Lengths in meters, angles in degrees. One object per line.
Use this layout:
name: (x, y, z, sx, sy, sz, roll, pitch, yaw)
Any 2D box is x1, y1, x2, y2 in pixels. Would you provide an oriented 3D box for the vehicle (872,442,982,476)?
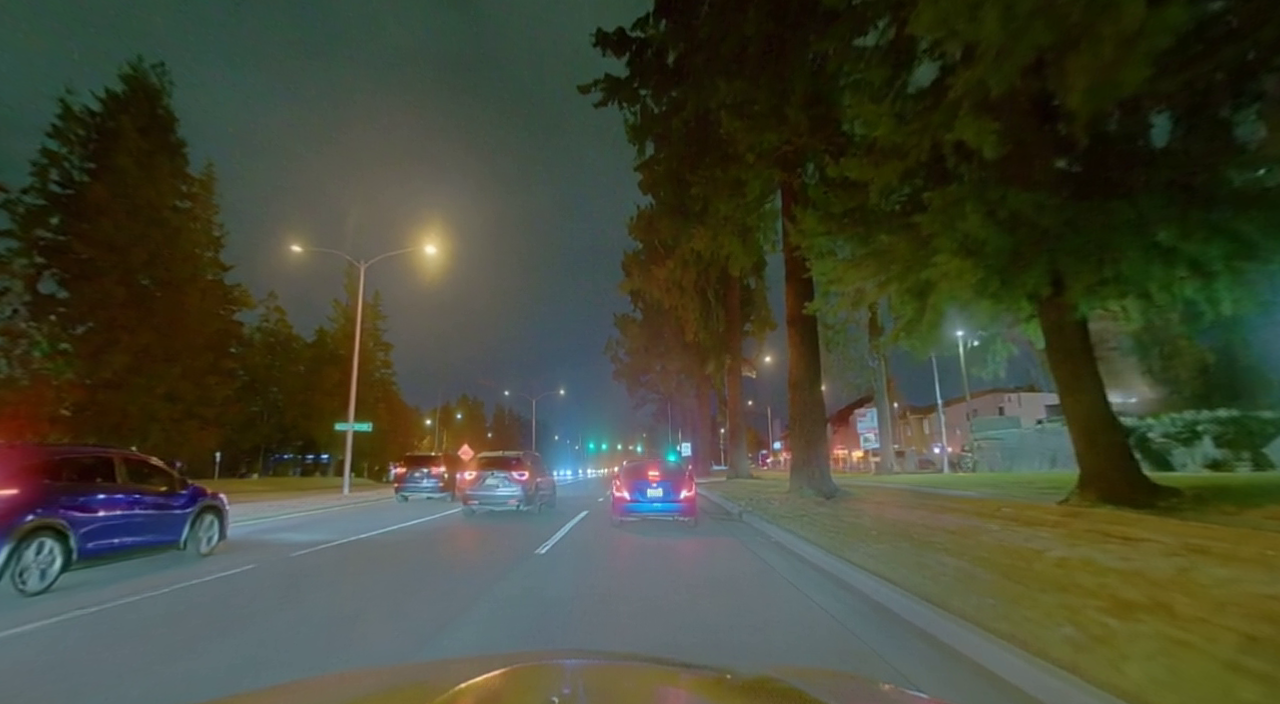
vehicle: (18.231, 6.777, 40.237, 5.852, 1.962, 2.323, -7, -11, 41)

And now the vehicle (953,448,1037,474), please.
vehicle: (22.470, 6.915, 39.946, 4.220, 1.550, 1.935, -10, -13, 43)

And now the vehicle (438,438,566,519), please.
vehicle: (-3.251, 3.075, 15.934, 2.055, 1.725, 4.732, 0, -8, 1)

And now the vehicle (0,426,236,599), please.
vehicle: (-7.156, 1.739, 7.358, 1.968, 1.657, 4.230, 0, -8, 1)

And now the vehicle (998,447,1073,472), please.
vehicle: (25.690, 6.944, 40.946, 3.796, 1.484, 1.723, -7, -12, 41)

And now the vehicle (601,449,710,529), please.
vehicle: (0.334, 2.923, 14.064, 2.091, 1.494, 3.962, 0, -8, 1)

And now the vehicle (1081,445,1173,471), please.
vehicle: (30.576, 6.629, 39.623, 1.757, 1.496, 4.200, 7, -11, -42)
